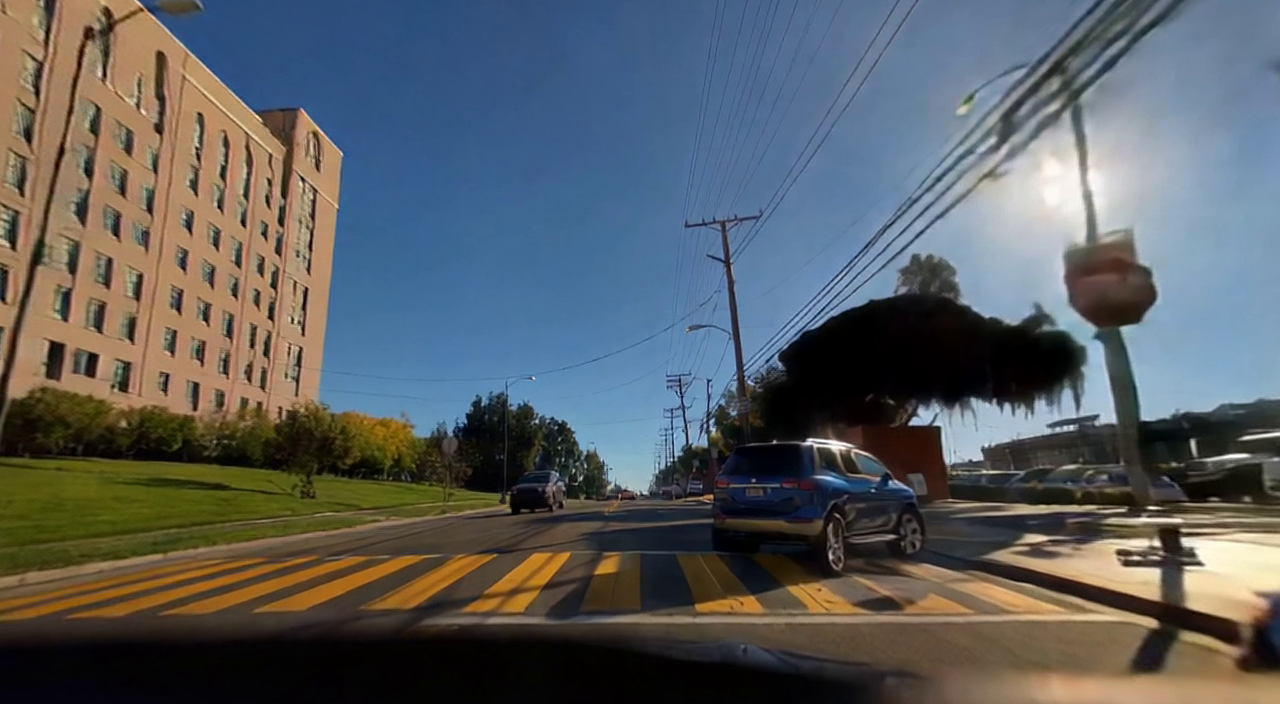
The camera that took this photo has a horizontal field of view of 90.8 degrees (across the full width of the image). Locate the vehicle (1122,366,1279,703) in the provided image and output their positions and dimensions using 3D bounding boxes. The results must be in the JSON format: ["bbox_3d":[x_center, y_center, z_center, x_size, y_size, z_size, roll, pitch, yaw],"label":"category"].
[{"bbox_3d":[3.272,0.667,0.930,1.933,1.612,3.941,0,-8,-1],"label":"vehicle"}]

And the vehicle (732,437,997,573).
[{"bbox_3d":[4.039,2.400,10.950,4.872,1.789,2.214,7,-11,-42],"label":"vehicle"}]

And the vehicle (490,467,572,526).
[{"bbox_3d":[-3.433,4.634,20.641,1.911,1.563,4.057,0,-8,0],"label":"vehicle"}]
